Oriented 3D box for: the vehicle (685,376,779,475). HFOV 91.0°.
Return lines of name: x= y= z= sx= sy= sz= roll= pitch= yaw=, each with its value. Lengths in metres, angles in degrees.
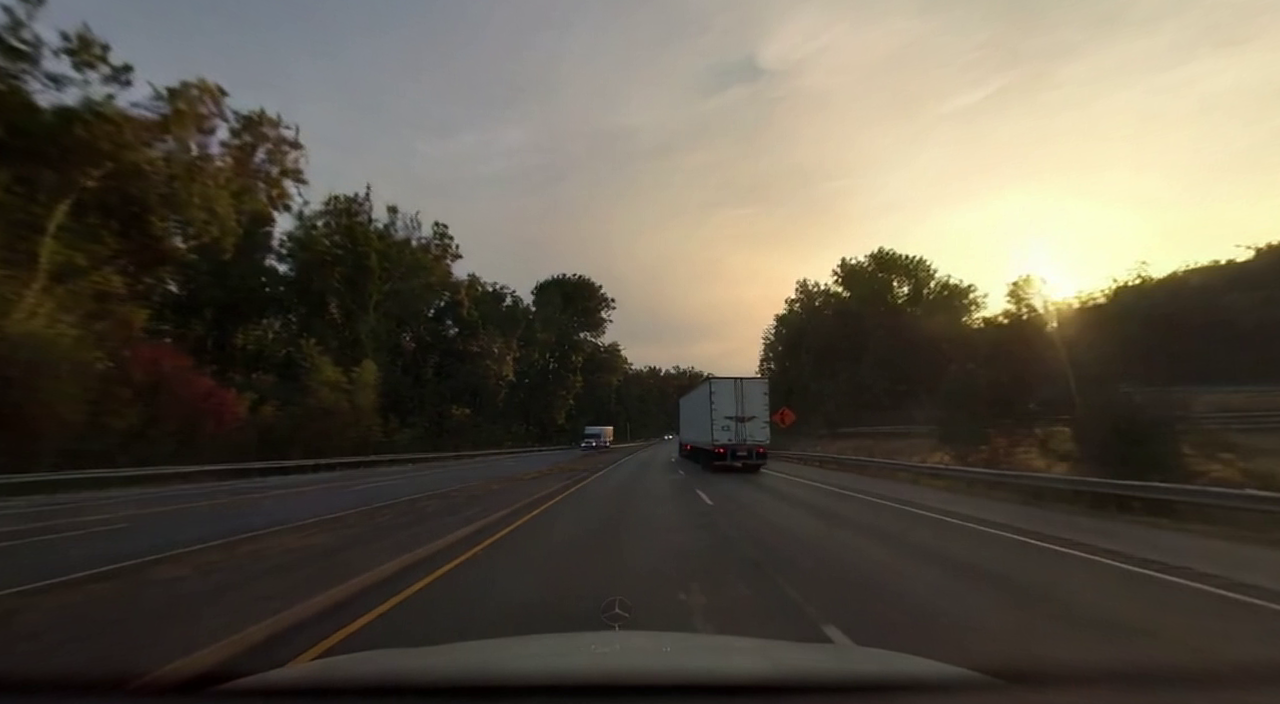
vehicle: x=4.244 y=3.951 z=32.593 sx=2.917 sy=3.995 sz=13.574 roll=-1 pitch=-8 yaw=1
